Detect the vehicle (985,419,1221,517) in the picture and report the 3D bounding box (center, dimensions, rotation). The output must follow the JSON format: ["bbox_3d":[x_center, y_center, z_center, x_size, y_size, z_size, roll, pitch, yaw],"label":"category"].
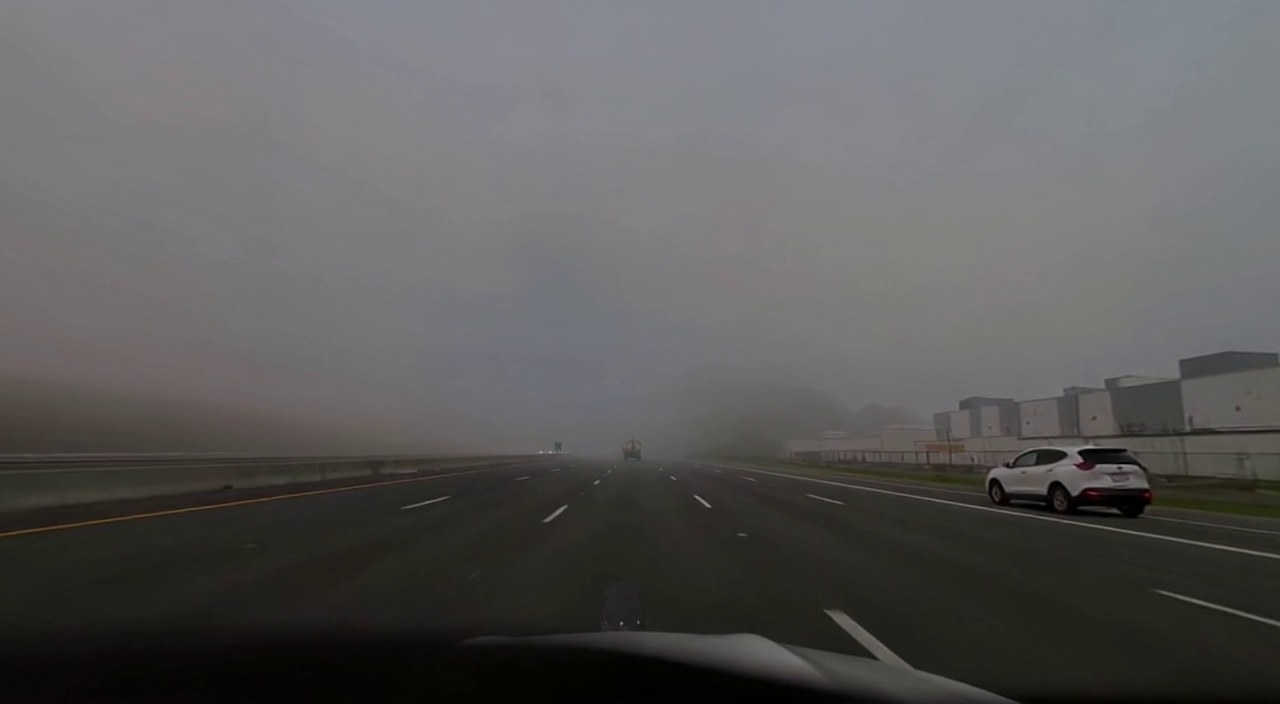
[{"bbox_3d":[12.625,3.202,17.886,2.411,2.326,5.300,0,-9,-3],"label":"vehicle"}]
